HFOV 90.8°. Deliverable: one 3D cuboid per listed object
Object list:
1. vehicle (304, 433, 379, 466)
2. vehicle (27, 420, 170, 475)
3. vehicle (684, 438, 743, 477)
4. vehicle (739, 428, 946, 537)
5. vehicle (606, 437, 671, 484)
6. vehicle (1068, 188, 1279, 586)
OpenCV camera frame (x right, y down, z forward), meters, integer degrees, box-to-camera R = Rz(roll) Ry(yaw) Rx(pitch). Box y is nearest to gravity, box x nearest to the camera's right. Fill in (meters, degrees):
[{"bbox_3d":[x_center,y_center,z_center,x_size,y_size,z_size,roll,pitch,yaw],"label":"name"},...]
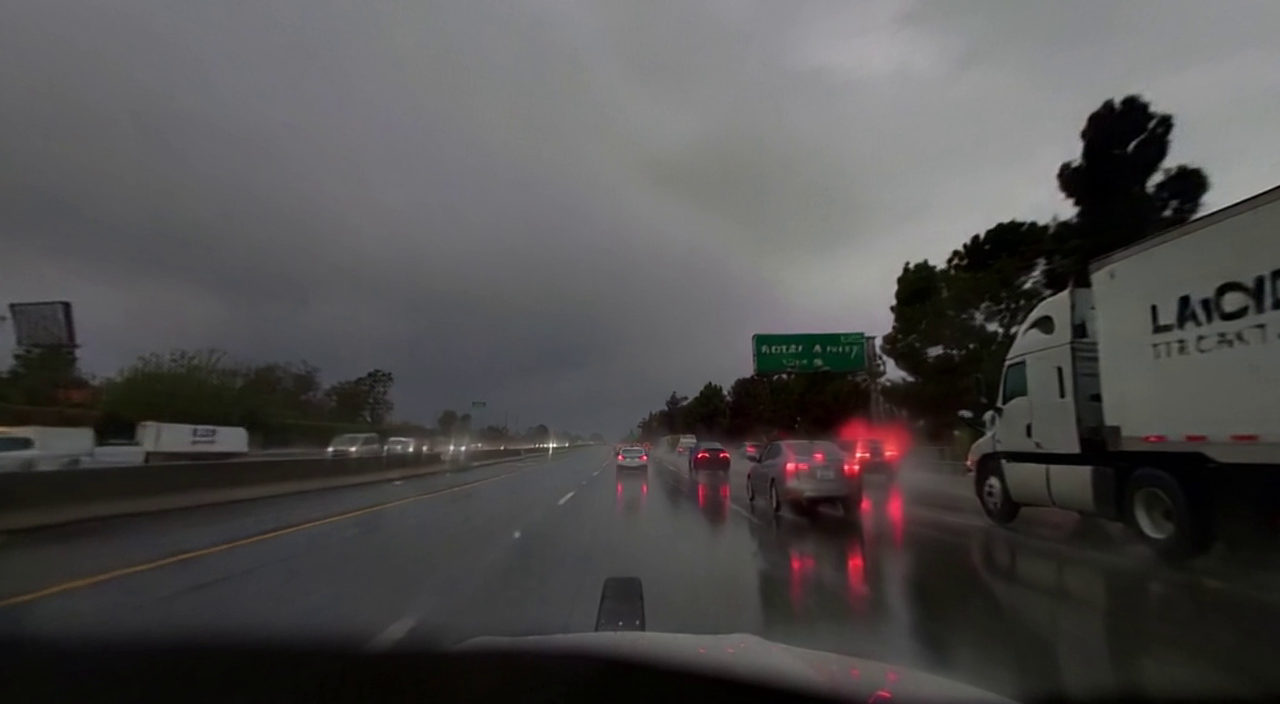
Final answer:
[{"bbox_3d":[-17.780,5.835,37.914,2.118,1.795,4.929,0,-9,0],"label":"vehicle"},{"bbox_3d":[-25.721,4.578,30.351,2.546,2.417,4.759,0,-9,0],"label":"vehicle"},{"bbox_3d":[2.981,4.402,26.597,1.856,1.517,4.198,0,-9,-2],"label":"vehicle"},{"bbox_3d":[3.220,2.192,11.287,1.993,1.504,4.781,0,-9,-2],"label":"vehicle"},{"bbox_3d":[-0.075,3.782,22.324,2.098,1.475,3.997,0,-9,-1],"label":"vehicle"},{"bbox_3d":[7.376,0.070,4.203,2.799,3.655,8.627,0,-9,-1],"label":"vehicle"}]
